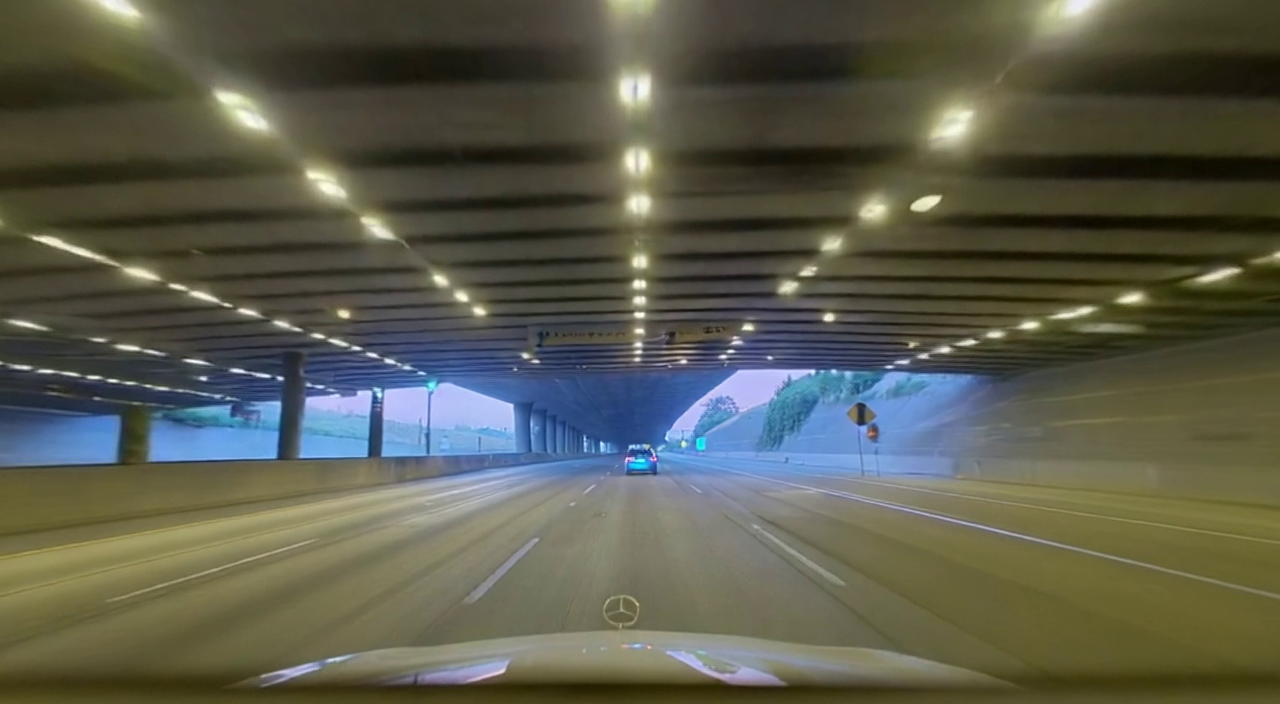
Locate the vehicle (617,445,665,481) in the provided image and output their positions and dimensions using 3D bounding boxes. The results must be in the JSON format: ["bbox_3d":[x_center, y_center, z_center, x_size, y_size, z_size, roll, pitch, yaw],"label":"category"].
[{"bbox_3d":[-0.025,5.029,28.801,2.055,1.501,4.321,0,-9,-2],"label":"vehicle"}]

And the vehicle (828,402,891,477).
[{"bbox_3d":[11.157,4.509,32.244,2.135,3.652,2.845,-1,-9,2],"label":"vehicle"}]
